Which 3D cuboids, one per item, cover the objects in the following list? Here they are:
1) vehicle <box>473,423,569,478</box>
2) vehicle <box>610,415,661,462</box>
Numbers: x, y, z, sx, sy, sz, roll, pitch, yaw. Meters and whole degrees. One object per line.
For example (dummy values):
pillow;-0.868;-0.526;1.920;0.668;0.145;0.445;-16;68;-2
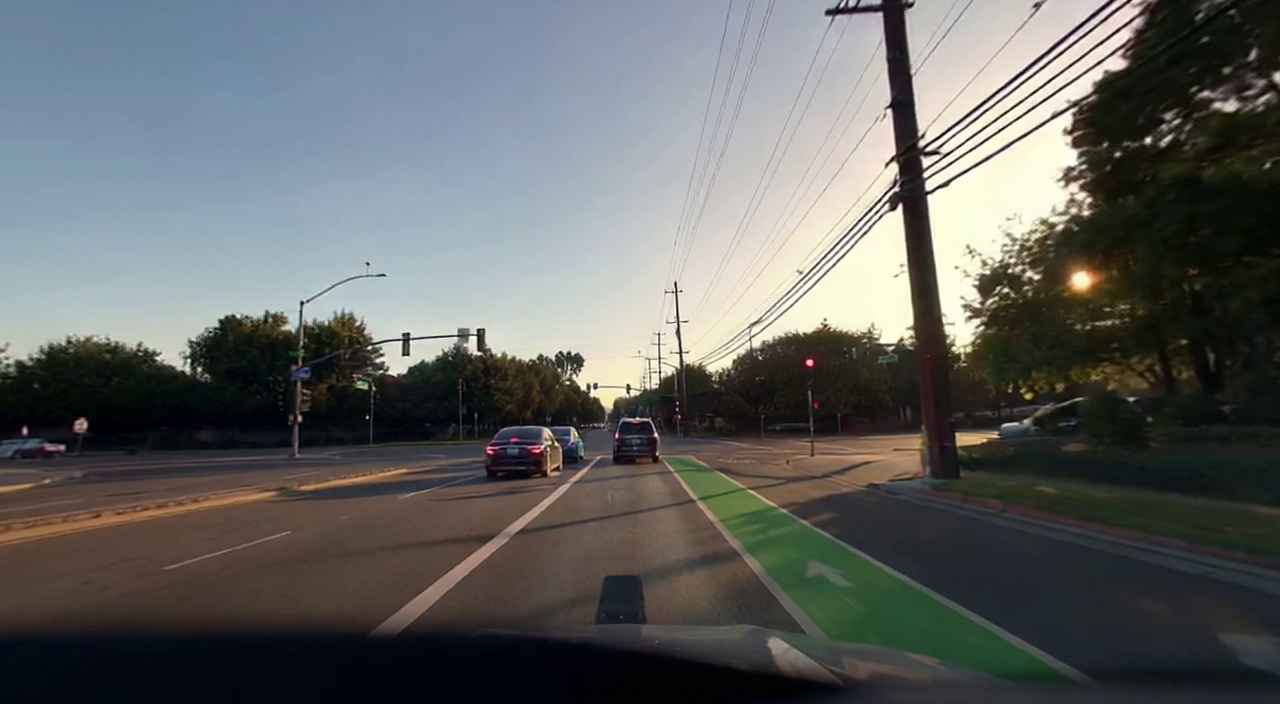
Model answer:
vehicle;-3.623;3.041;20.316;2.138;1.488;5.327;1;-6;-1
vehicle;-0.237;3.887;28.279;2.036;1.885;5.196;1;-8;-1
